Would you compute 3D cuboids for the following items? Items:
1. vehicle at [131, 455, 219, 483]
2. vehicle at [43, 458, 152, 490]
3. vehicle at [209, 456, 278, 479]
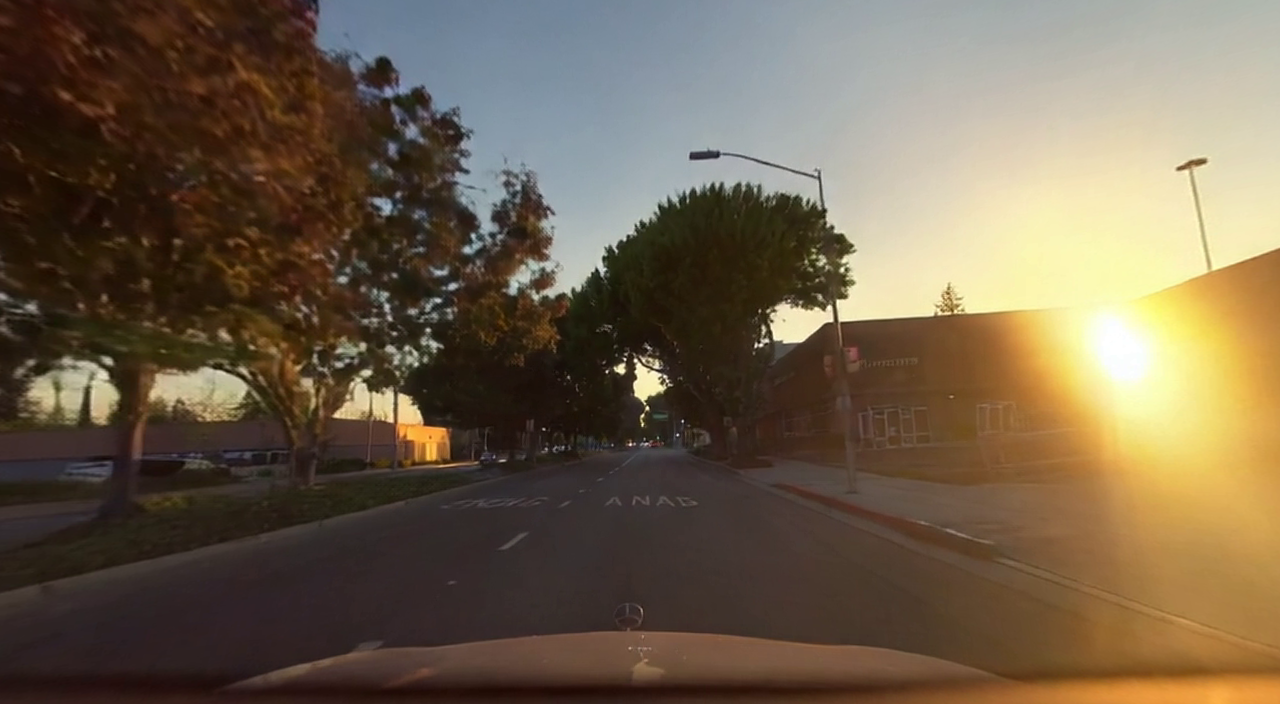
[{"bbox_3d":[-28.064,7.046,37.977,3.664,1.564,2.023,0,-9,1],"label":"vehicle"},{"bbox_3d":[-27.566,6.205,31.988,3.797,1.527,1.830,0,-9,0],"label":"vehicle"},{"bbox_3d":[-27.384,7.944,43.370,3.592,1.501,1.697,0,-9,2],"label":"vehicle"}]
